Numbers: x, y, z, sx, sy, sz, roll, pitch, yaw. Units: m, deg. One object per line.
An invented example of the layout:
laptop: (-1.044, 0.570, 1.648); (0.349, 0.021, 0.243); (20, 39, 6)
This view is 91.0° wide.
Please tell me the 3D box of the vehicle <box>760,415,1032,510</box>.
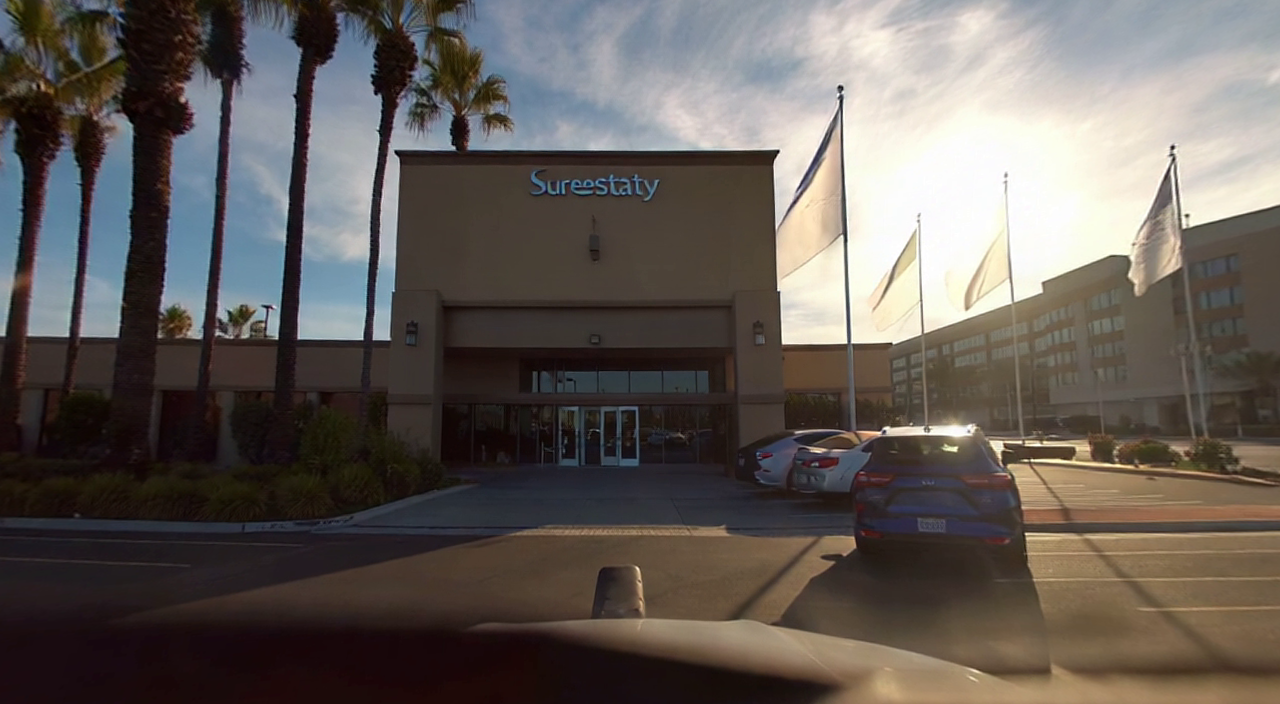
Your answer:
vehicle: (4.878, 2.176, 12.566); (4.567, 1.723, 1.926); (0, -8, 0)

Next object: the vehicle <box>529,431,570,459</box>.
vehicle: (-6.629, 6.821, 46.323); (1.943, 1.890, 4.472); (-3, -8, 5)
